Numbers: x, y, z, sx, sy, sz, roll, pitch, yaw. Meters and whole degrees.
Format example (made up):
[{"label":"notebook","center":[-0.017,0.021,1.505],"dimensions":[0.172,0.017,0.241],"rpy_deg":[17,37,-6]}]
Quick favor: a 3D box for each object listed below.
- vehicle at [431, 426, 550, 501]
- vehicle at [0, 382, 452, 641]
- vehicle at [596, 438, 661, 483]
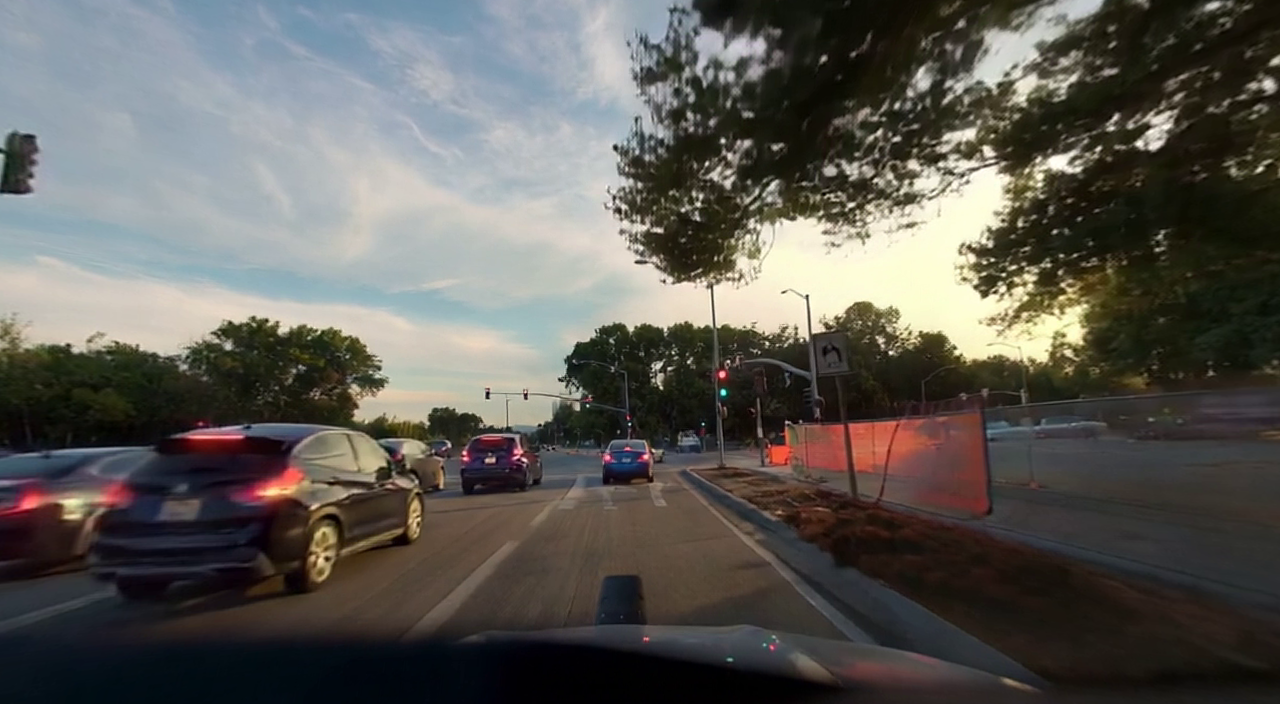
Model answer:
[{"label":"vehicle","center":[-4.136,3.195,18.493],"dimensions":[2.240,1.844,5.043],"rpy_deg":[0,-9,0]},{"label":"vehicle","center":[-4.010,1.561,7.220],"dimensions":[2.236,1.886,4.792],"rpy_deg":[-2,-9,0]},{"label":"vehicle","center":[-0.366,3.992,23.552],"dimensions":[2.183,1.506,4.286],"rpy_deg":[0,-9,1]}]
